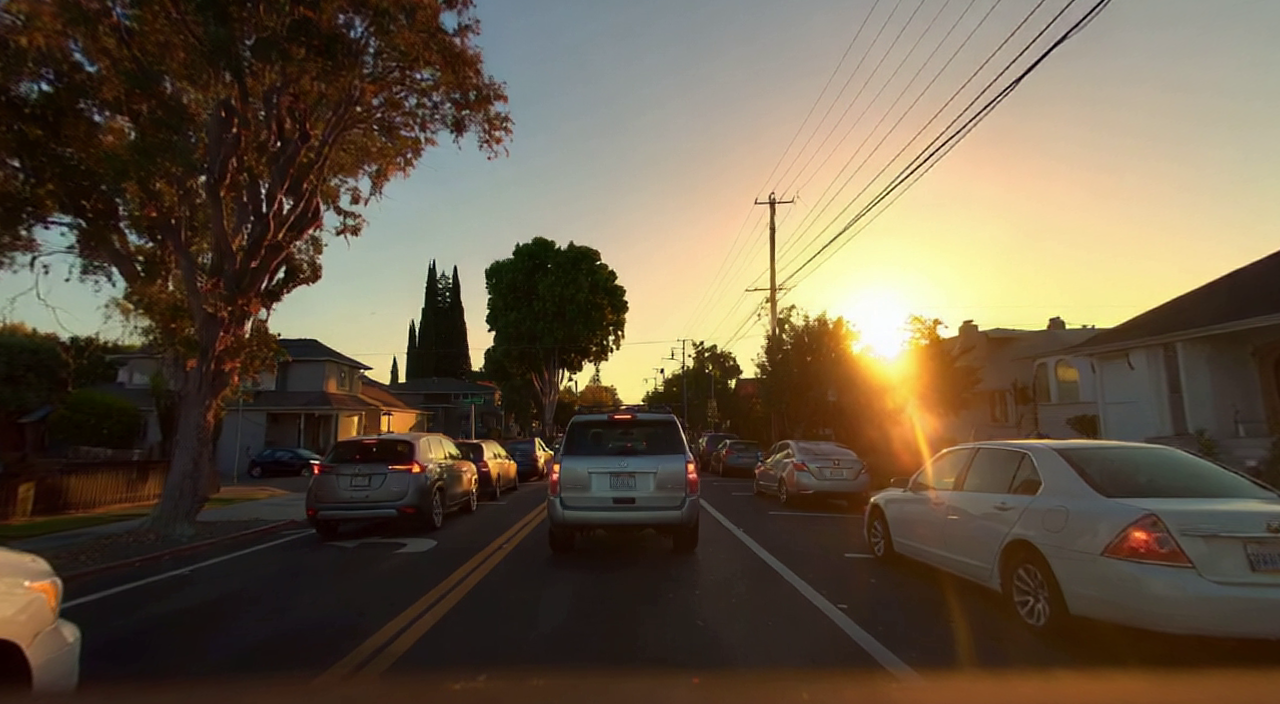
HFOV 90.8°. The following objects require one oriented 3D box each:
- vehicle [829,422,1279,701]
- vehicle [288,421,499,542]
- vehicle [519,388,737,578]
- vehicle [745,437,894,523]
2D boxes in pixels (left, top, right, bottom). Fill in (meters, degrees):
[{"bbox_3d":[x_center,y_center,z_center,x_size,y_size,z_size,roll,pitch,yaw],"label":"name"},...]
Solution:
[{"bbox_3d":[3.468,1.465,5.771,1.977,1.480,4.589,0,-8,-1],"label":"vehicle"},{"bbox_3d":[-3.721,2.019,10.512,1.864,1.576,4.324,0,-8,-2],"label":"vehicle"},{"bbox_3d":[-0.212,1.609,8.493,2.164,1.867,4.254,0,-8,-3],"label":"vehicle"},{"bbox_3d":[3.470,2.523,13.050,1.880,1.476,3.932,0,-8,0],"label":"vehicle"}]
